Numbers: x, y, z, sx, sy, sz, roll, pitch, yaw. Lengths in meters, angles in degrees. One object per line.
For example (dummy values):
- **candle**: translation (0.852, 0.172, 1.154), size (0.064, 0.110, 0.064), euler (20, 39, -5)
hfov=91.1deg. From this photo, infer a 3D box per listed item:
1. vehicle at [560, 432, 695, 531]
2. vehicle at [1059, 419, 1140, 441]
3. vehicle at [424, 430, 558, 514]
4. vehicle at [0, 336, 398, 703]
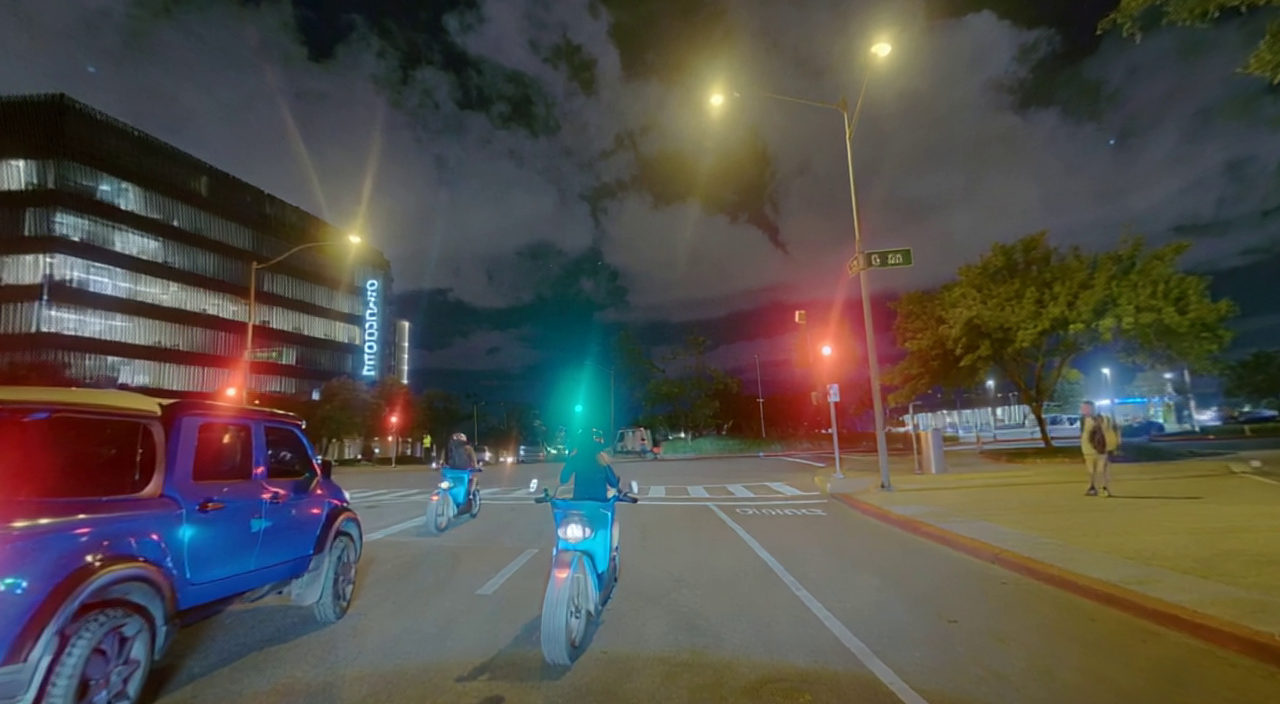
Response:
- **vehicle**: translation (-0.164, 2.253, 11.529), size (2.025, 1.458, 4.085), euler (0, -8, 1)
- **vehicle**: translation (30.734, 5.265, 42.088), size (1.751, 1.420, 4.027), euler (8, -12, -43)
- **vehicle**: translation (-3.180, 2.652, 14.368), size (1.935, 1.615, 4.073), euler (-1, -8, 2)
- **vehicle**: translation (-3.610, 1.130, 4.438), size (2.000, 1.809, 4.405), euler (0, -8, 0)
